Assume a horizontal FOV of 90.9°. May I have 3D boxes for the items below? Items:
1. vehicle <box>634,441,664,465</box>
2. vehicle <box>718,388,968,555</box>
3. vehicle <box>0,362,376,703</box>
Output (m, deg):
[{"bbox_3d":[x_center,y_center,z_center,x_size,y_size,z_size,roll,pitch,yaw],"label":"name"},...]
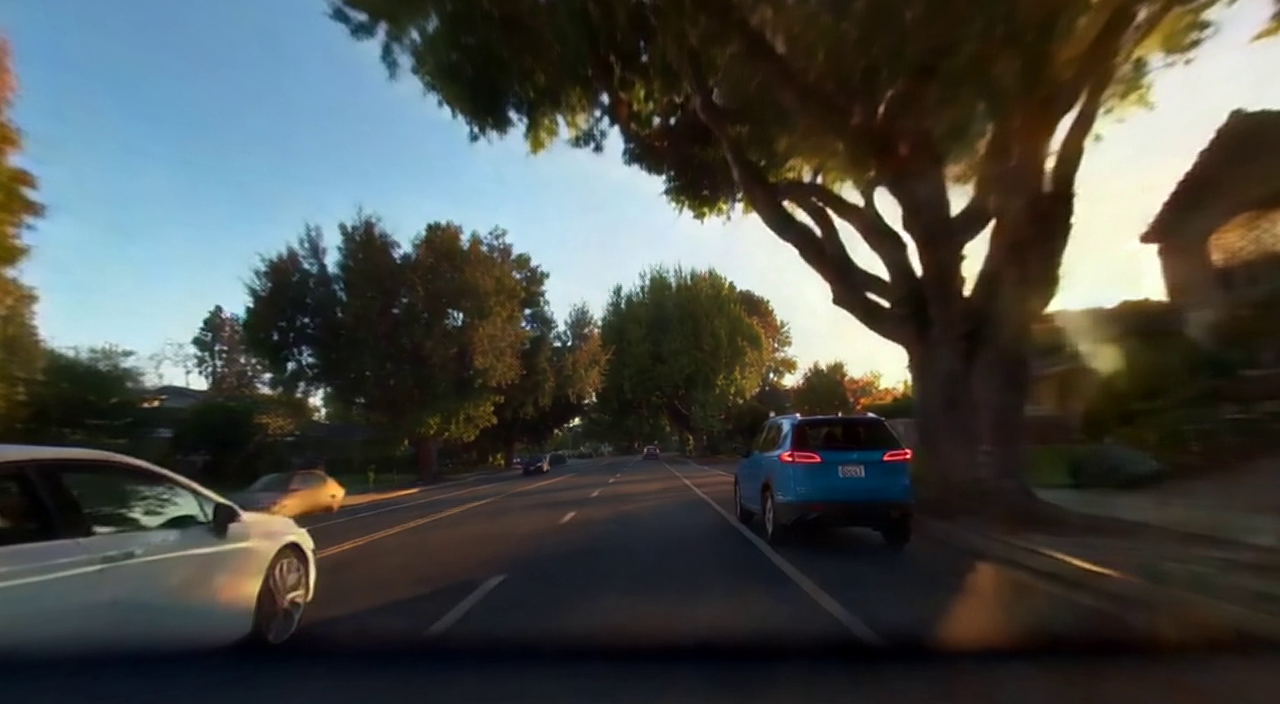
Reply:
[{"bbox_3d":[0.682,7.760,48.503,2.138,1.729,4.178,-1,-8,1],"label":"vehicle"},{"bbox_3d":[2.881,1.898,10.727,2.338,2.063,5.592,0,-8,0],"label":"vehicle"},{"bbox_3d":[-3.195,0.968,2.747,2.058,1.659,4.514,-1,-8,1],"label":"vehicle"}]
